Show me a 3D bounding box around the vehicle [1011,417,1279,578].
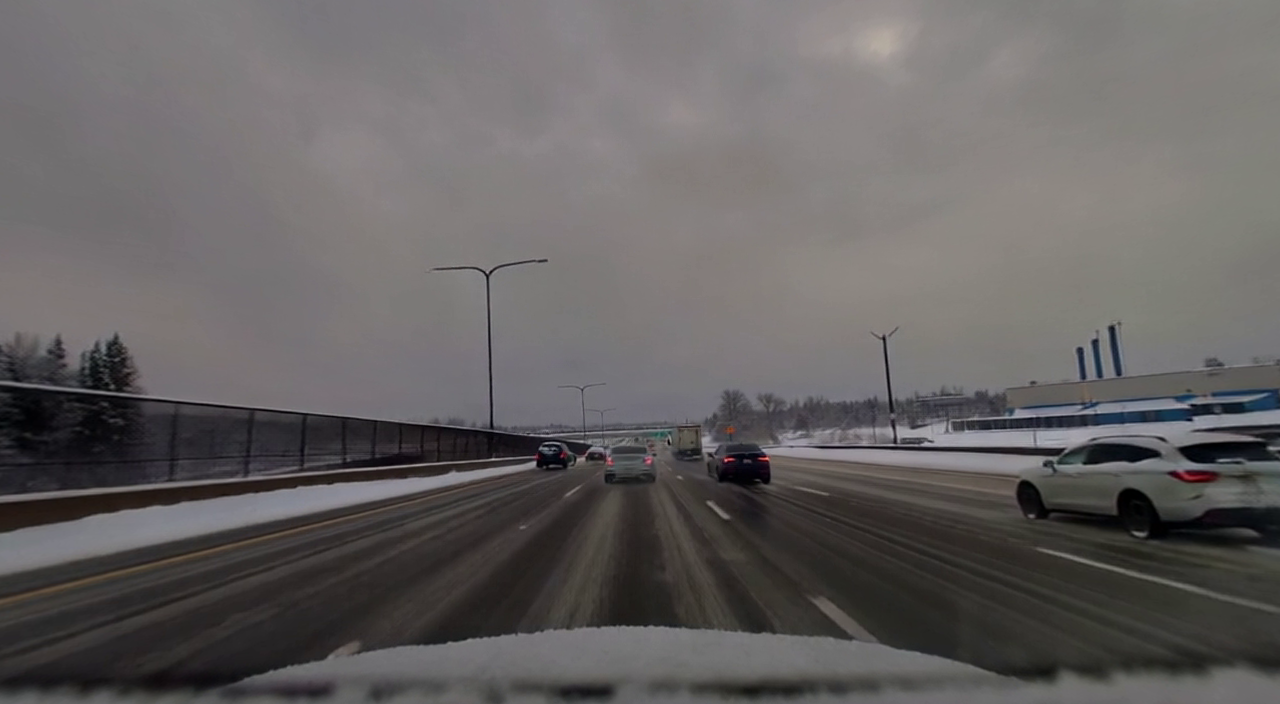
[{"bbox_3d":[6.902,1.679,8.075,1.860,1.520,3.961,0,-8,0],"label":"vehicle"}]

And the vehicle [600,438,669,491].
[{"bbox_3d":[-0.150,3.771,21.576,2.067,1.555,4.851,0,-8,0],"label":"vehicle"}]

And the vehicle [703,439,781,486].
[{"bbox_3d":[3.436,3.809,22.113,1.942,1.453,4.329,0,-8,-1],"label":"vehicle"}]

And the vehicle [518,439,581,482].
[{"bbox_3d":[-3.695,4.514,26.552,2.036,1.669,4.112,0,-8,0],"label":"vehicle"}]
